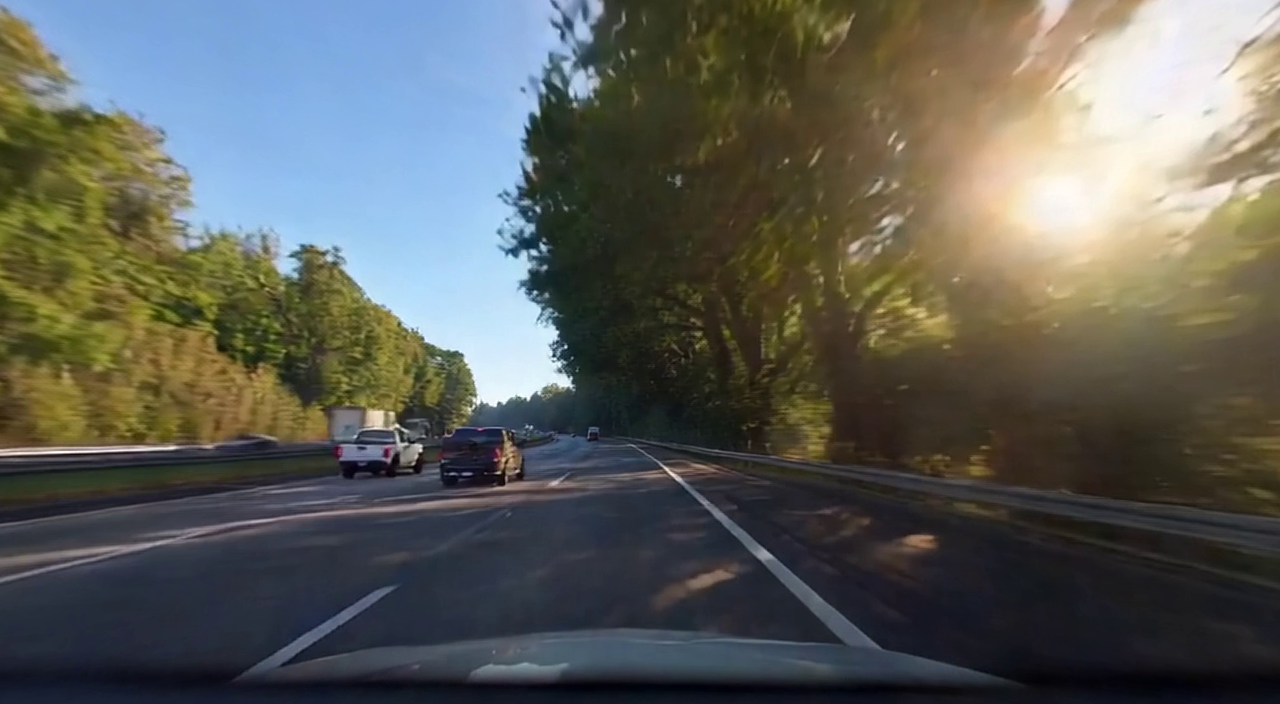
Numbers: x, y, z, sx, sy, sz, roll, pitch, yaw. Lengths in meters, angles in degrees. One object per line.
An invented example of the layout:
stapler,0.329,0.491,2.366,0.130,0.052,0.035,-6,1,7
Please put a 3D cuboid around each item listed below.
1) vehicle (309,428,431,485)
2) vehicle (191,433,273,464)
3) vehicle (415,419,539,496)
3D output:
vehicle,-8.074,3.127,19.274,2.000,1.552,3.946,0,-8,-1
vehicle,-20.054,4.732,31.130,1.739,1.432,3.528,0,-8,-2
vehicle,-3.889,2.565,15.812,2.034,1.675,4.080,0,-7,-1
